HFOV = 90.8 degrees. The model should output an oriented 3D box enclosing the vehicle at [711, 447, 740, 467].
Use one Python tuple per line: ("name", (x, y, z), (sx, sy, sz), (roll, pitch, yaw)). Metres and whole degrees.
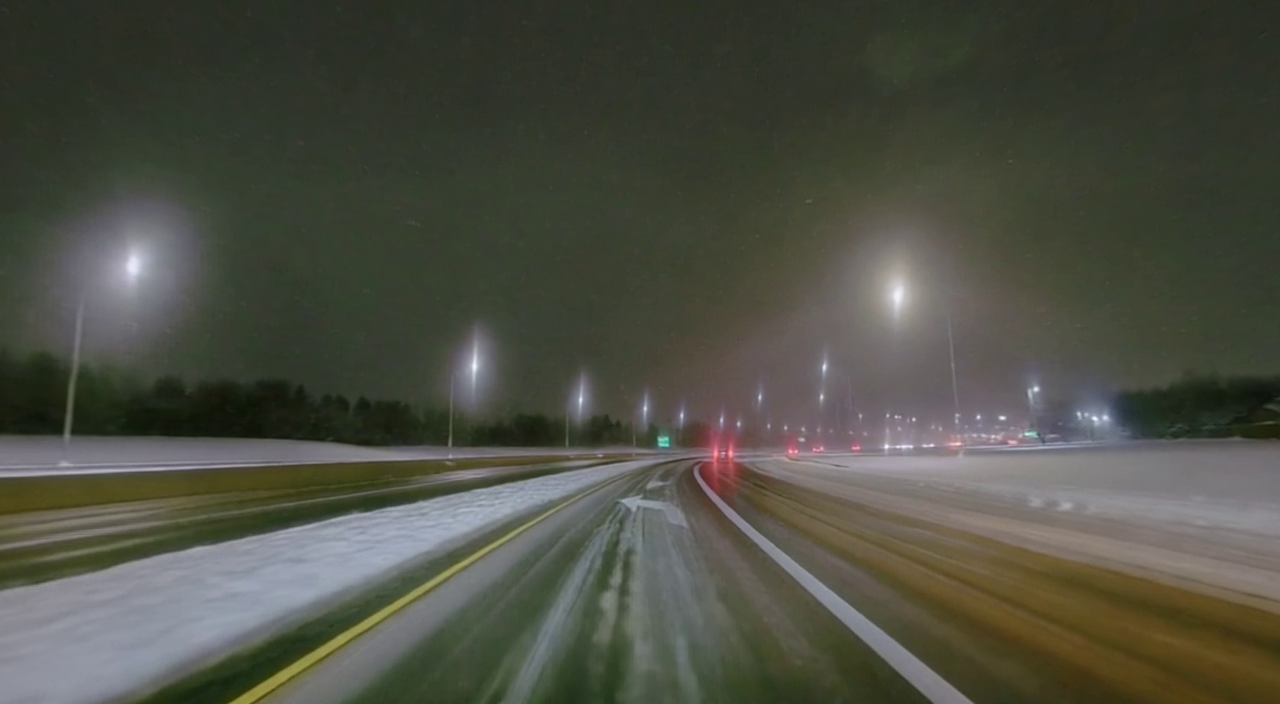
("vehicle", (6.638, 8.177, 49.430), (1.874, 1.506, 4.116), (-1, -9, 4))
